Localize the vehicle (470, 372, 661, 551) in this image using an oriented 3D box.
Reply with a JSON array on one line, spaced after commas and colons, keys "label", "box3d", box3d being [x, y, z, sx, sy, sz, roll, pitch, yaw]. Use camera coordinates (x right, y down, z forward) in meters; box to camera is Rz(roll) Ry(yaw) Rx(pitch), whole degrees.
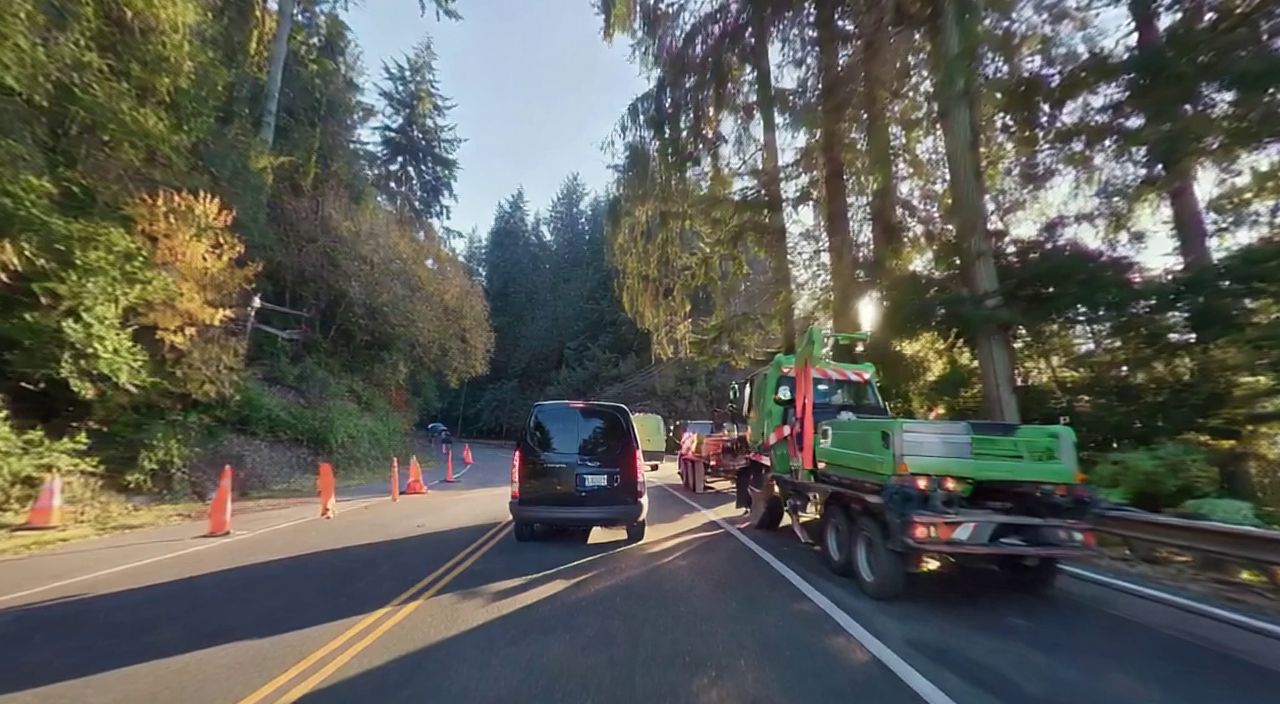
[{"label": "vehicle", "box3d": [-1.019, 1.729, 10.418, 2.362, 2.223, 4.892, 0, -8, -2]}]
